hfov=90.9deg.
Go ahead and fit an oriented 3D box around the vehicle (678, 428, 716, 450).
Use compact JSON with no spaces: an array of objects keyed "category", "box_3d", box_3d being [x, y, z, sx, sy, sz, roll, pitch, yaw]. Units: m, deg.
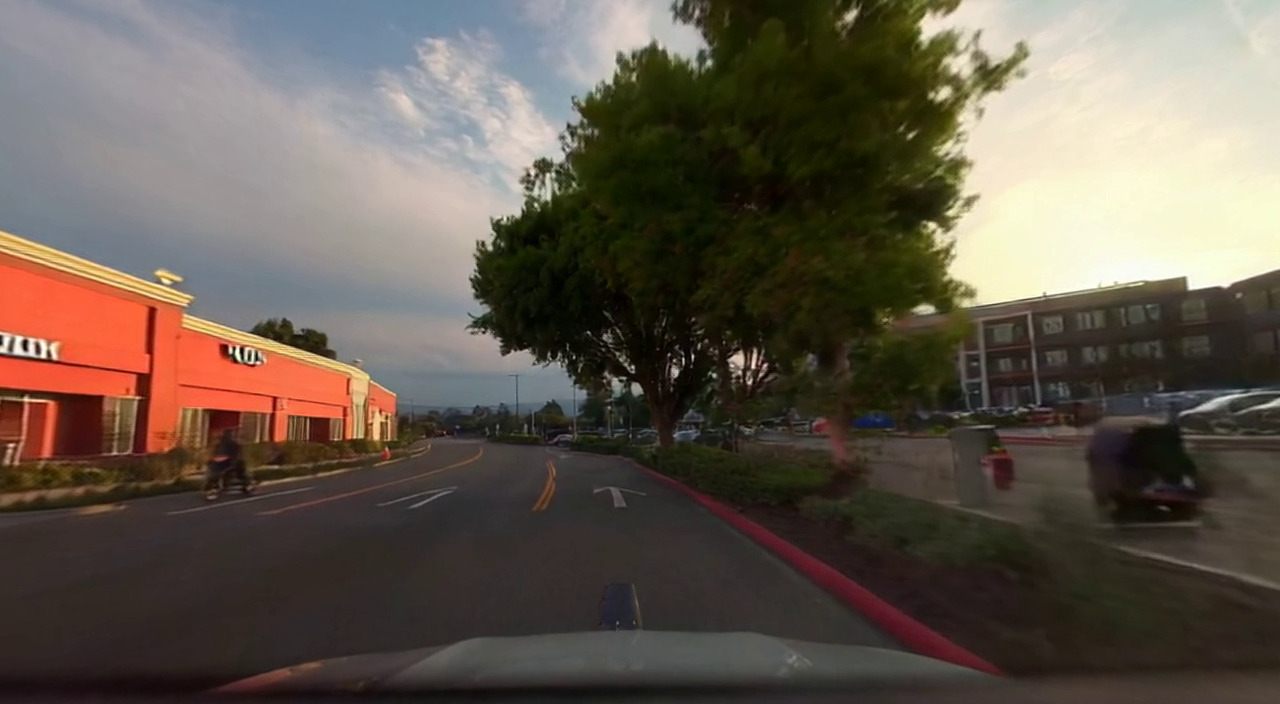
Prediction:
[{"category":"vehicle","box_3d":[4.284,6.646,47.911,1.769,1.516,3.520,0,-9,-14]}]
